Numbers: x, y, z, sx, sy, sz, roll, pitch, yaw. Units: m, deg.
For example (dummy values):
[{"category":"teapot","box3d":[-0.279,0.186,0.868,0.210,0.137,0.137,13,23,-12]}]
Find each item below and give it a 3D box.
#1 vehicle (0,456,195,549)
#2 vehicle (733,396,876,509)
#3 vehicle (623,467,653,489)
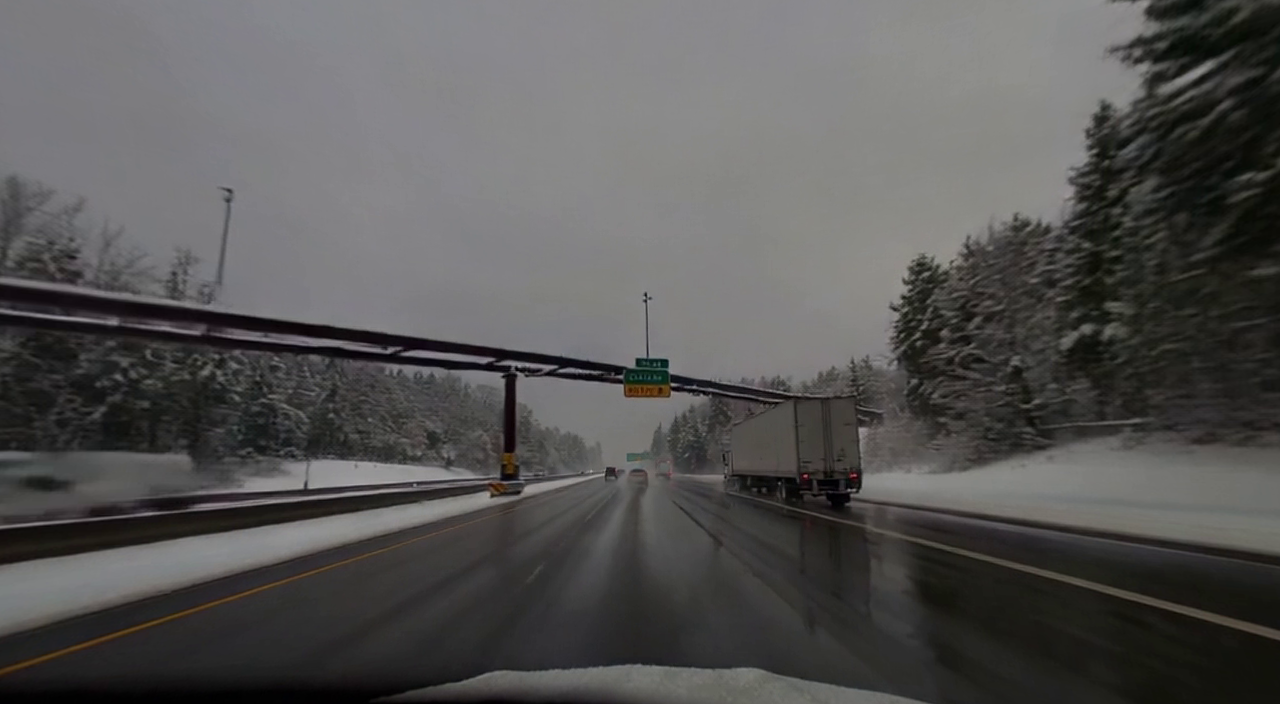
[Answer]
[{"category":"vehicle","box3d":[-11.164,2.816,12.316,1.870,1.478,4.173,1,-10,-1]},{"category":"vehicle","box3d":[7.018,4.920,29.992,2.926,4.073,13.836,1,-10,-1]},{"category":"vehicle","box3d":[-0.151,9.065,45.577,2.029,1.459,3.684,1,-10,-1]}]
